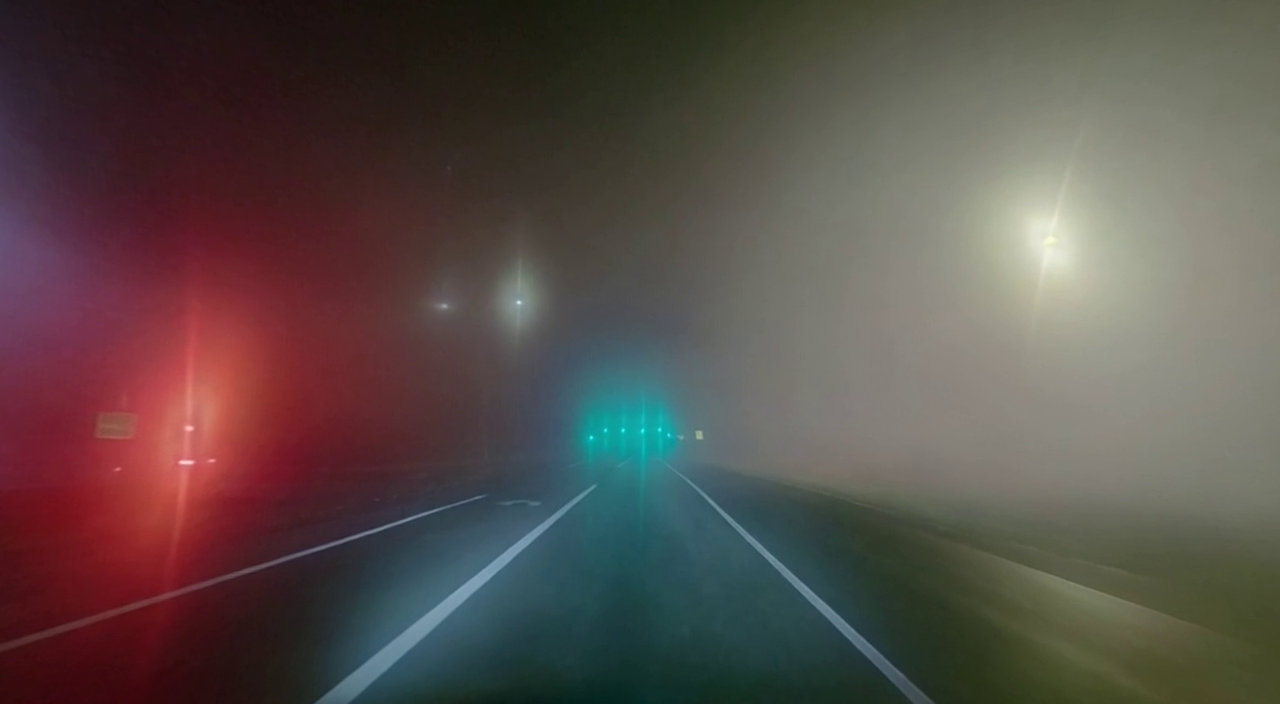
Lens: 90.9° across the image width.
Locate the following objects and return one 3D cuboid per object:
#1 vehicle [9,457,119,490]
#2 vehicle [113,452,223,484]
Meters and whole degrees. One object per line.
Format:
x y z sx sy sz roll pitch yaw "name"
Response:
-31.612 6.647 34.668 4.260 1.498 1.850 -3 -8 -1 "vehicle"
-25.675 6.291 34.368 4.495 1.641 1.966 -1 -8 4 "vehicle"
